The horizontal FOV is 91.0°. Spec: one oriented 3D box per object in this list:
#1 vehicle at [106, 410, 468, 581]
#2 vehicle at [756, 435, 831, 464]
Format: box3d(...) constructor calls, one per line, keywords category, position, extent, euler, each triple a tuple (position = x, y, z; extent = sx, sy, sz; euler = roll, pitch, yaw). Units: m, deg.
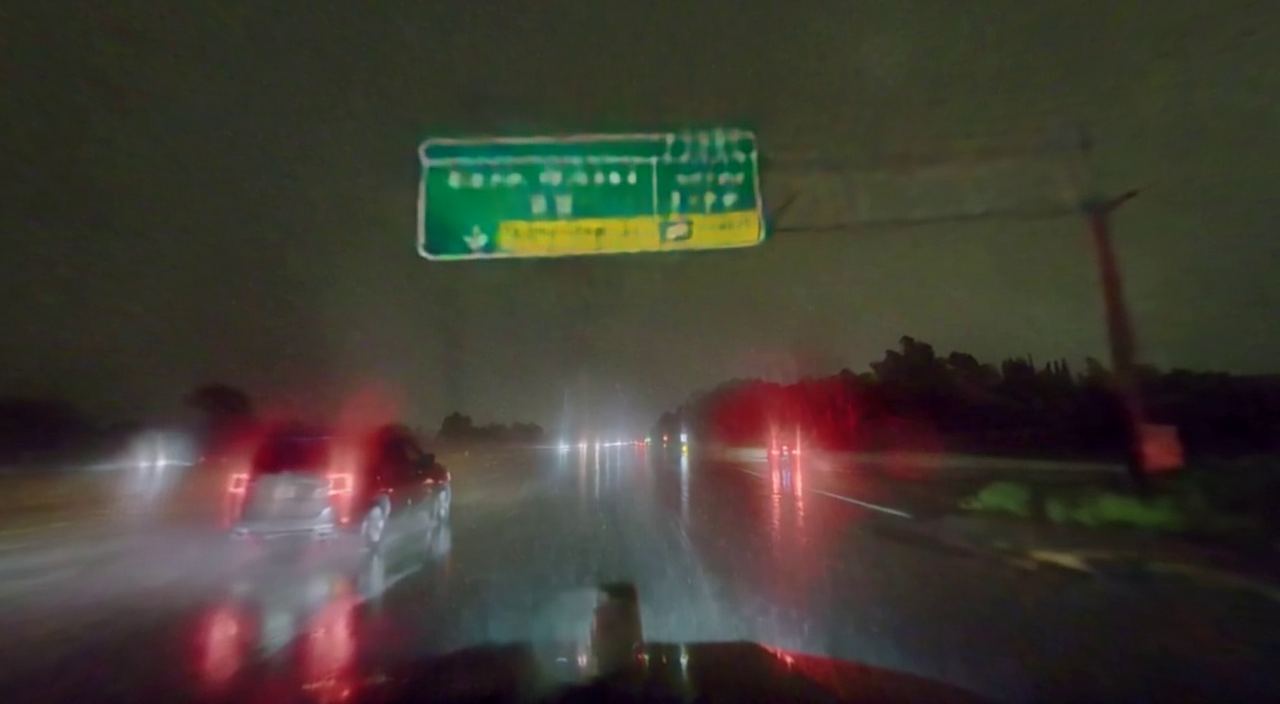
box3d(category="vehicle", position=(-4.218, 1.781, 8.865), extent=(2.200, 1.662, 5.091), euler=(0, -8, -1))
box3d(category="vehicle", position=(9.449, 6.060, 39.279), extent=(2.136, 1.641, 4.964), euler=(2, -8, -19))
